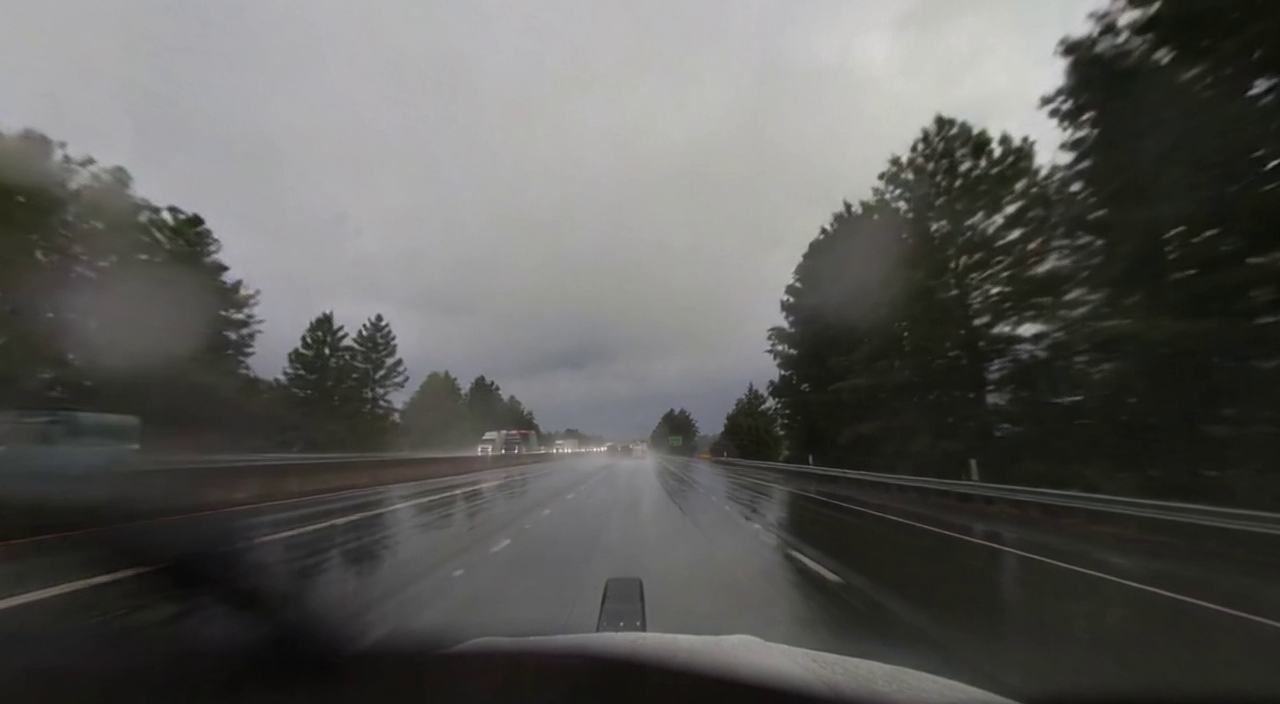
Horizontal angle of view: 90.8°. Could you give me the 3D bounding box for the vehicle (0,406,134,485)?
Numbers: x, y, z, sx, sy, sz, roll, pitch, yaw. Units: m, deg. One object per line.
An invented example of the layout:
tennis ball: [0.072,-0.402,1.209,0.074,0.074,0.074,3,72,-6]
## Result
vehicle: [-19.030,2.913,19.550,2.371,2.191,5.138,0,-9,0]
